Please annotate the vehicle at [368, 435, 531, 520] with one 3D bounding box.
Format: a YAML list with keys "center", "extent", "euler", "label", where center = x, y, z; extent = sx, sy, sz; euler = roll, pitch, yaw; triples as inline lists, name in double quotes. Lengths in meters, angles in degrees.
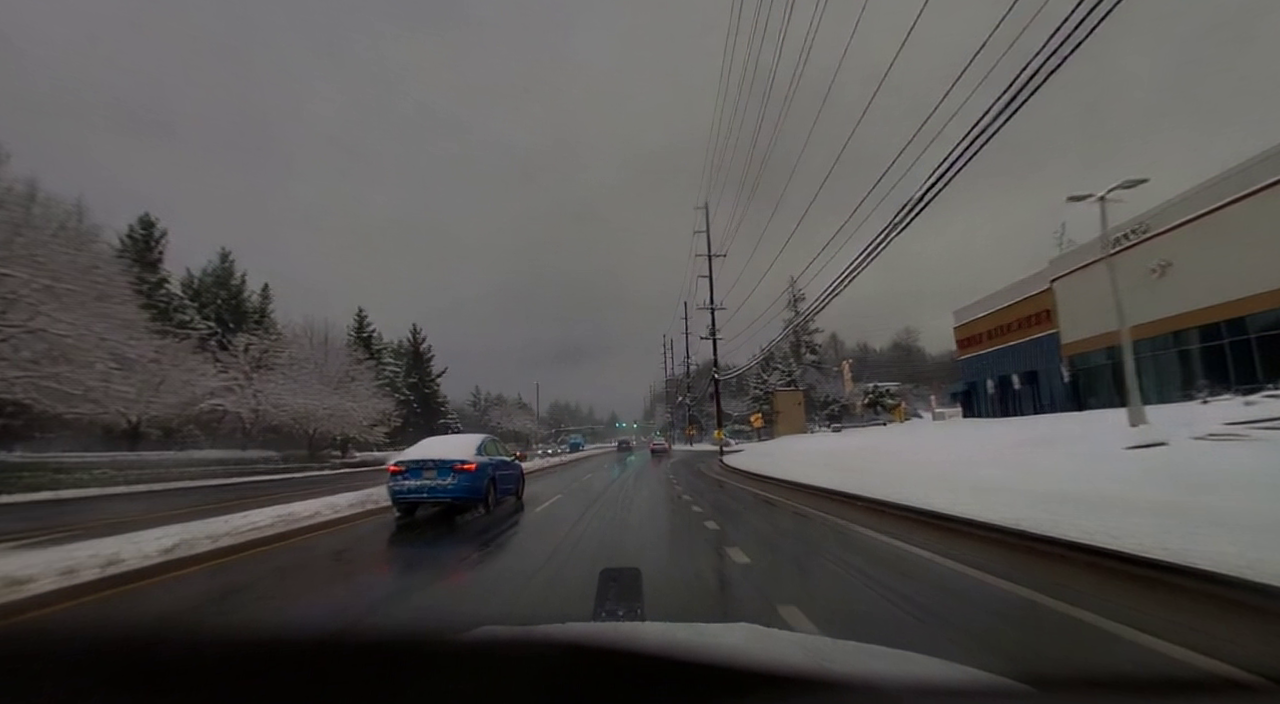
- center: [-3.817, 2.584, 13.636]
  extent: [1.928, 1.488, 4.635]
  euler: [0, -8, 2]
  label: "vehicle"
